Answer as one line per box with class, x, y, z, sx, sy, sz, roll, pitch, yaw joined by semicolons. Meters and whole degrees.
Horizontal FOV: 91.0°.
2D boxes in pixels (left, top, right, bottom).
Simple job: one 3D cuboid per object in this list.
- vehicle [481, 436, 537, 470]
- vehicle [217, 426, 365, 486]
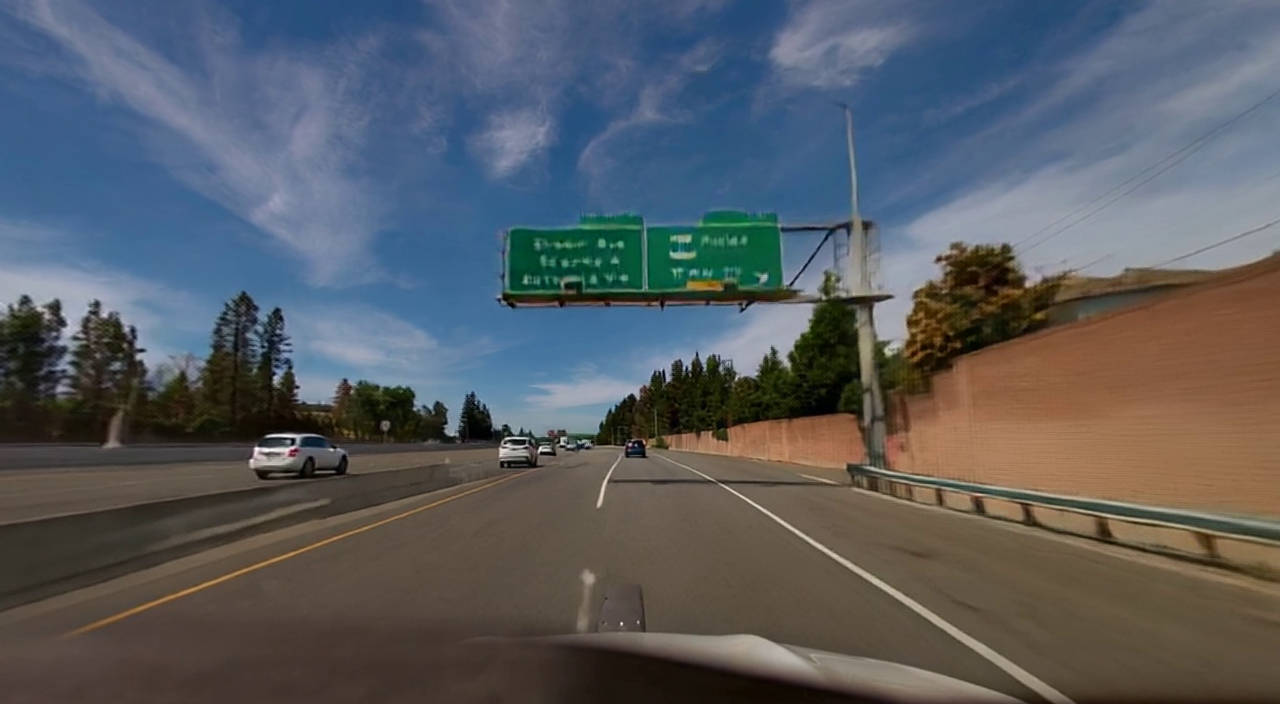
vehicle;-7.097;5.517;34.645;2.151;1.707;4.759;1;-9;-2
vehicle;-10.651;3.224;19.719;2.025;1.618;4.683;1;-9;-2
